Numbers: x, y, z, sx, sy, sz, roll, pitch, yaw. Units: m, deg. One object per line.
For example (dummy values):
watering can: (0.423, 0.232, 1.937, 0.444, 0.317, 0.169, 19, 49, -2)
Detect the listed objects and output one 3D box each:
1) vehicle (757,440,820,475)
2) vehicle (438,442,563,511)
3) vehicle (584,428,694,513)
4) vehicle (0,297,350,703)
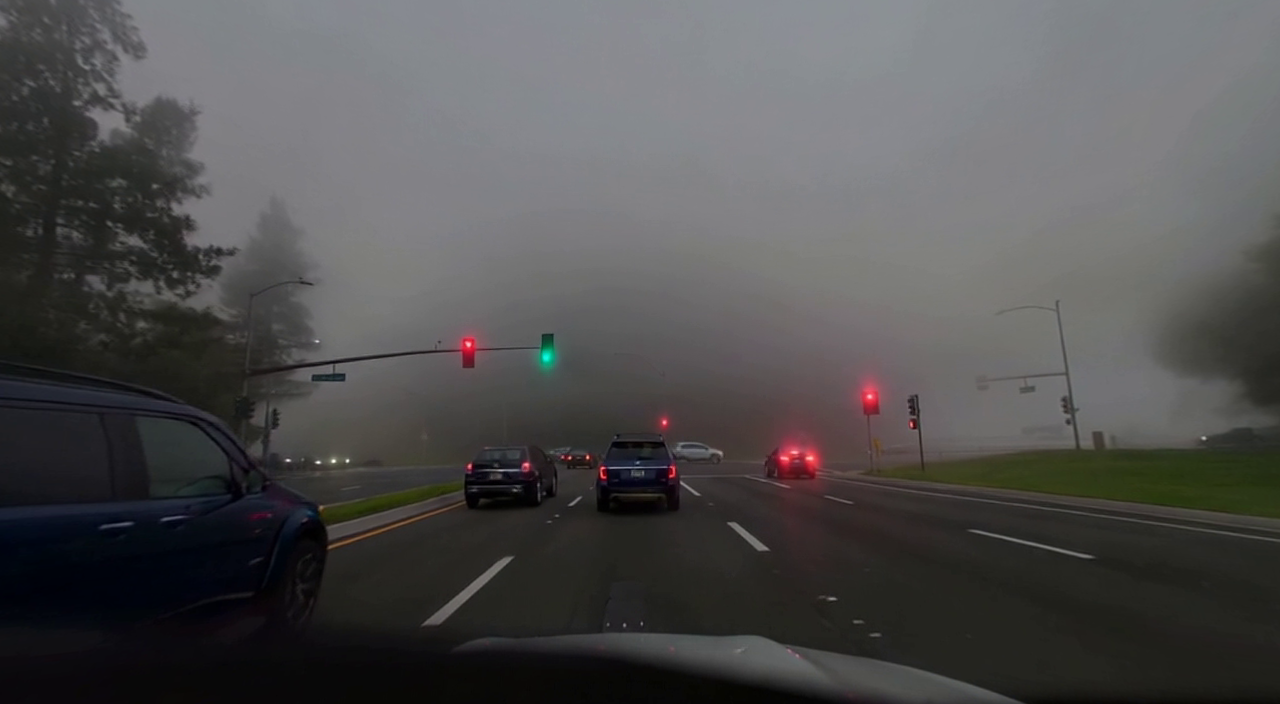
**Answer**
vehicle: (7.972, 5.719, 34.447, 2.166, 1.761, 4.692, 0, -9, -2)
vehicle: (-3.408, 3.146, 16.566, 2.061, 1.504, 5.142, 0, -9, 0)
vehicle: (-0.003, 2.811, 15.413, 2.298, 1.770, 4.138, 0, -9, 0)
vehicle: (-3.532, 0.756, 2.445, 2.320, 1.863, 5.148, 0, -9, 0)
